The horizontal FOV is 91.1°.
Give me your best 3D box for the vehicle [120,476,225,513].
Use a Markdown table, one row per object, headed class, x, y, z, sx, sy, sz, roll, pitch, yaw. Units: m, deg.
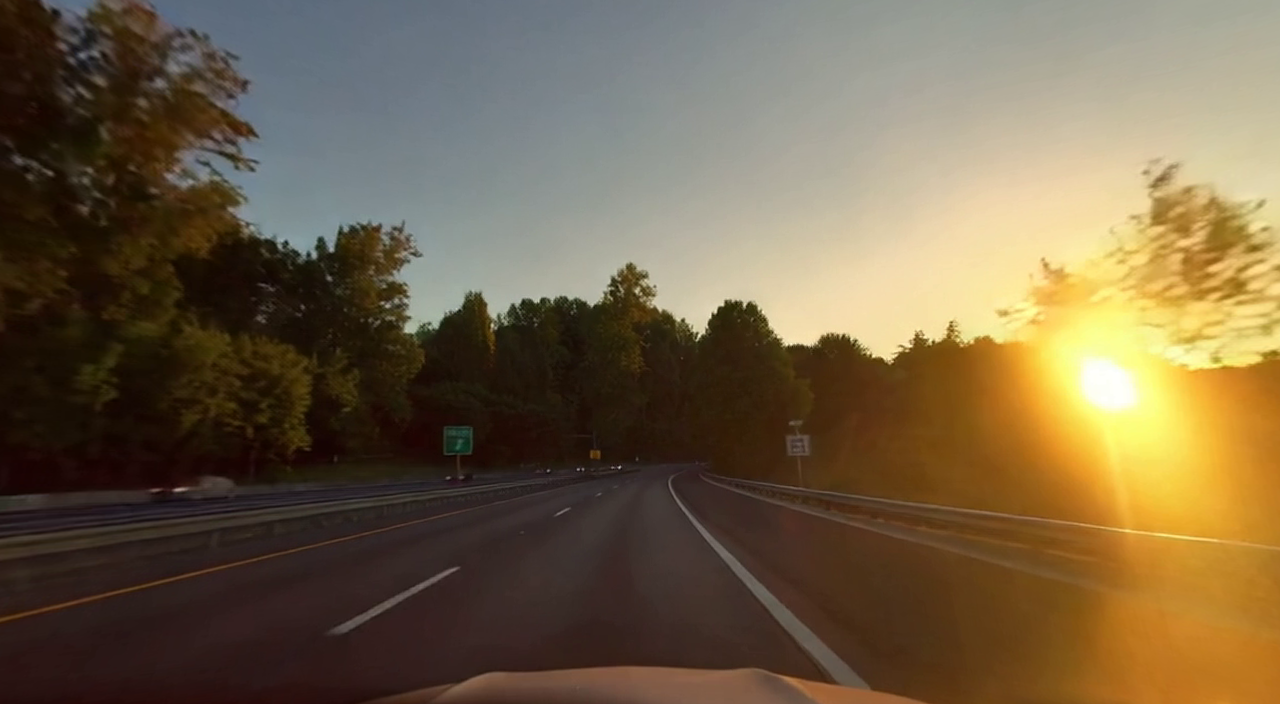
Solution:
| class | x | y | z | sx | sy | sz | roll | pitch | yaw |
| --- | --- | --- | --- | --- | --- | --- | --- | --- | --- |
| vehicle | -20.962 | 6.386 | 28.359 | 1.694 | 1.432 | 3.833 | 1 | -11 | 1 |
